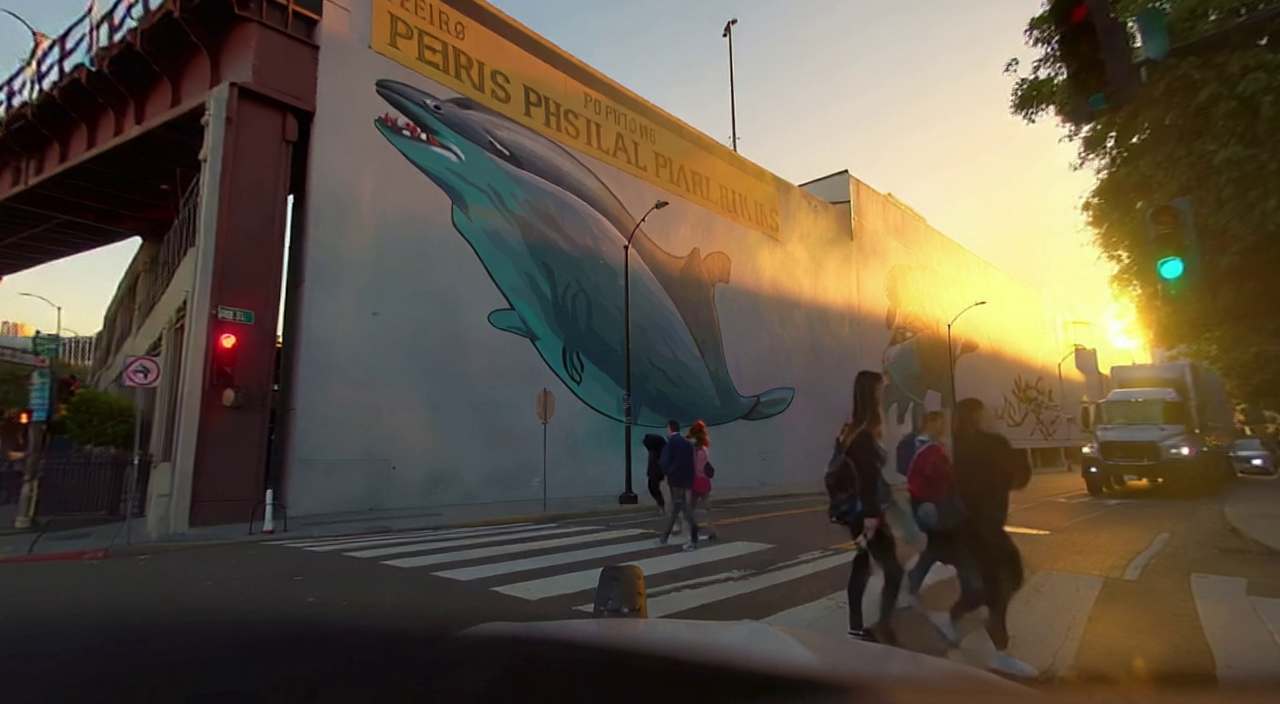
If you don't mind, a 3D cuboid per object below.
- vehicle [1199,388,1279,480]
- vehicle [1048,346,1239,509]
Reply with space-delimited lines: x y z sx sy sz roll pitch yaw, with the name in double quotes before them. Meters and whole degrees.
"vehicle" 32.640 4.418 33.366 12.015 4.103 2.920 8 -12 -43
"vehicle" 15.761 2.388 19.284 9.347 3.893 2.849 7 -11 -42
